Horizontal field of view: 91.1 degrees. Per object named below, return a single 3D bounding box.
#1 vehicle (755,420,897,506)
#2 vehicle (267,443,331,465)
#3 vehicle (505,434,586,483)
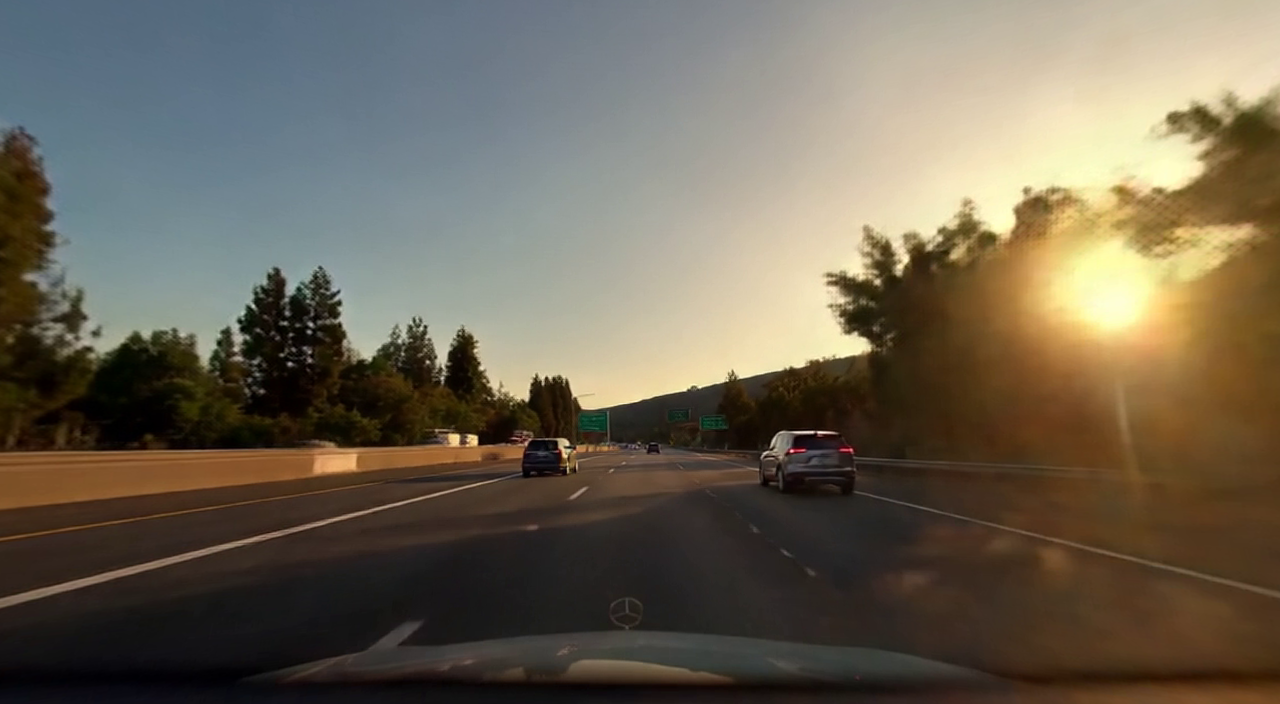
[{"bbox_3d":[4.389,2.698,15.668,2.149,1.796,4.487,0,-8,0],"label":"vehicle"},{"bbox_3d":[-24.448,7.312,45.218,1.845,1.484,4.753,0,-8,2],"label":"vehicle"},{"bbox_3d":[-3.325,3.855,22.954,2.166,1.608,4.297,0,-8,2],"label":"vehicle"}]
